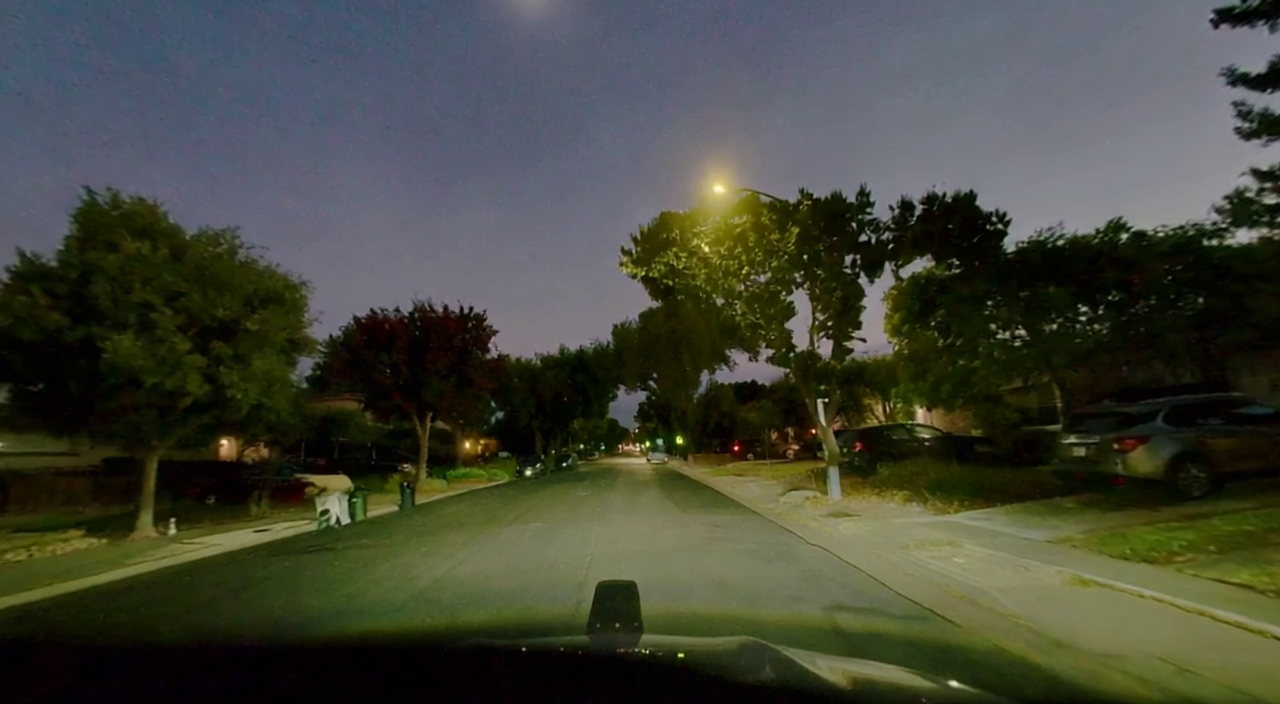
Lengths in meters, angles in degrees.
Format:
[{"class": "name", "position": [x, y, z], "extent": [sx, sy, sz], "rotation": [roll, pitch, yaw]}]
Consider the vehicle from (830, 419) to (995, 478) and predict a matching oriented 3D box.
[{"class": "vehicle", "position": [8.527, 3.044, 20.071], "extent": [4.334, 1.750, 1.900], "rotation": [0, -9, -2]}]

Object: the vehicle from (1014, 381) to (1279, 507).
[{"class": "vehicle", "position": [8.681, 1.388, 9.576], "extent": [4.732, 1.707, 1.898], "rotation": [0, -9, 2]}]

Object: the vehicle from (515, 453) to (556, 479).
[{"class": "vehicle", "position": [-6.389, 6.998, 38.907], "extent": [1.878, 1.496, 3.535], "rotation": [0, -9, 0]}]

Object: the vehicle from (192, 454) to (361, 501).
[{"class": "vehicle", "position": [-12.114, 4.191, 21.318], "extent": [4.476, 1.476, 1.877], "rotation": [0, -9, -2]}]

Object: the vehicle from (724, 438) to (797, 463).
[{"class": "vehicle", "position": [8.301, 6.811, 43.742], "extent": [4.599, 1.652, 1.903], "rotation": [0, -9, -3]}]

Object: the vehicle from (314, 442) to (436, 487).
[{"class": "vehicle", "position": [-12.406, 5.272, 29.848], "extent": [4.753, 2.028, 2.079], "rotation": [0, -9, 0]}]
